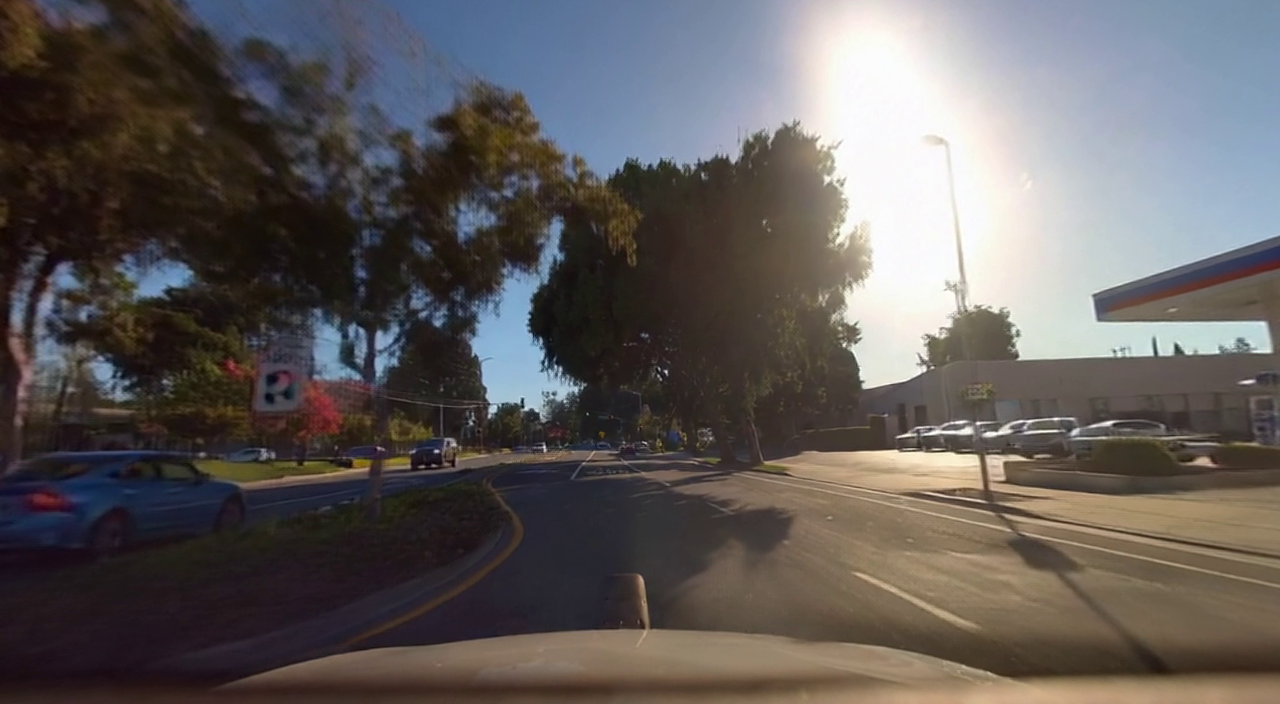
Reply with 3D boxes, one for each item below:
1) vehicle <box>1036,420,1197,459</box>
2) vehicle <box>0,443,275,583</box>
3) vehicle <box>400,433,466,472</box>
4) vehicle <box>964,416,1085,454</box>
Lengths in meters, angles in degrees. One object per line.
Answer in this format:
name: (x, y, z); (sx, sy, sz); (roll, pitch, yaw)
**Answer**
vehicle: (18.849, 3.492, 25.131); (4.800, 1.459, 2.051); (0, -9, -4)
vehicle: (-7.421, 2.046, 8.937); (1.982, 1.465, 4.376); (0, -9, -1)
vehicle: (-12.136, 5.955, 37.562); (2.131, 2.148, 5.709); (0, -9, -2)
vehicle: (18.161, 3.934, 29.971); (4.422, 1.586, 1.990); (-1, -8, -3)
